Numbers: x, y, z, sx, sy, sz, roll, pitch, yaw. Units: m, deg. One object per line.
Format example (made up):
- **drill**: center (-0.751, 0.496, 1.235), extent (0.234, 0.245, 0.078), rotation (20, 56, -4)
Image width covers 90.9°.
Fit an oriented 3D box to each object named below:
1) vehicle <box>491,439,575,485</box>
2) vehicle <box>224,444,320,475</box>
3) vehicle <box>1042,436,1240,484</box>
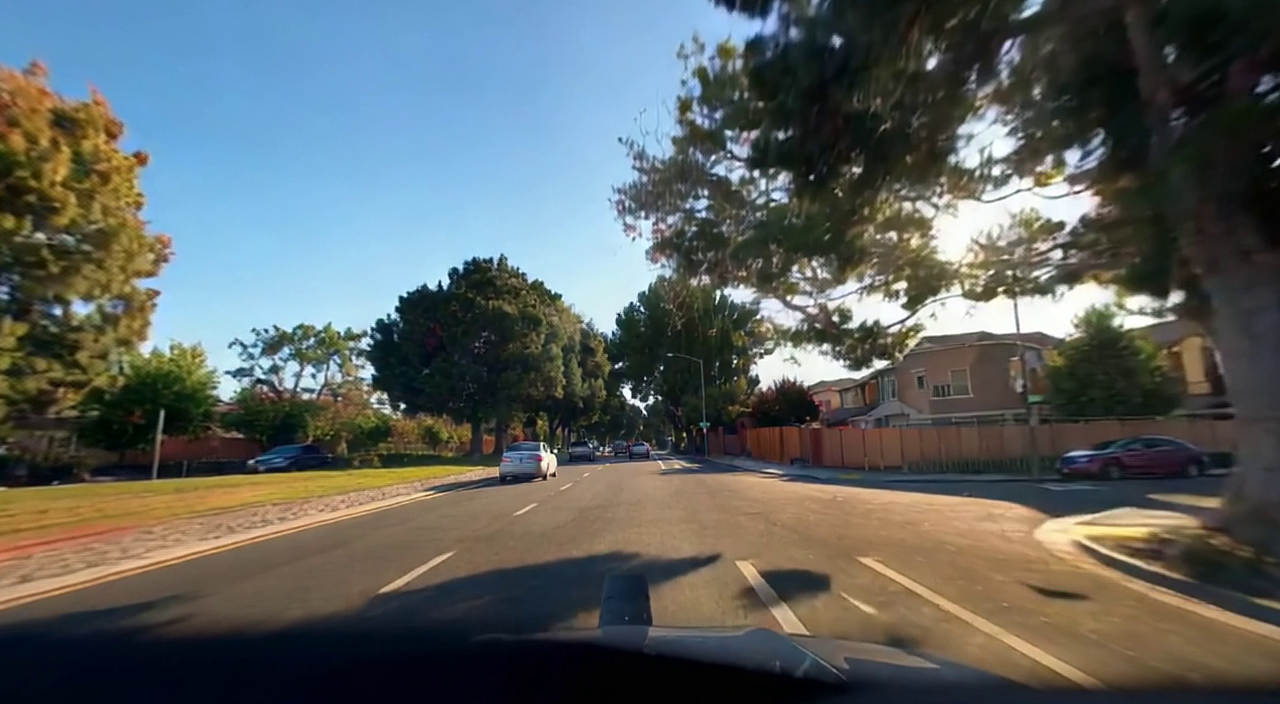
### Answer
- **vehicle**: center (-3.723, 3.925, 22.914), extent (2.188, 1.473, 4.651), rotation (0, -8, 1)
- **vehicle**: center (-19.939, 5.821, 34.487), extent (2.041, 1.566, 5.174), rotation (0, -8, 1)
- **vehicle**: center (17.194, 3.716, 21.867), extent (4.970, 1.575, 2.140), rotation (0, -8, 2)
